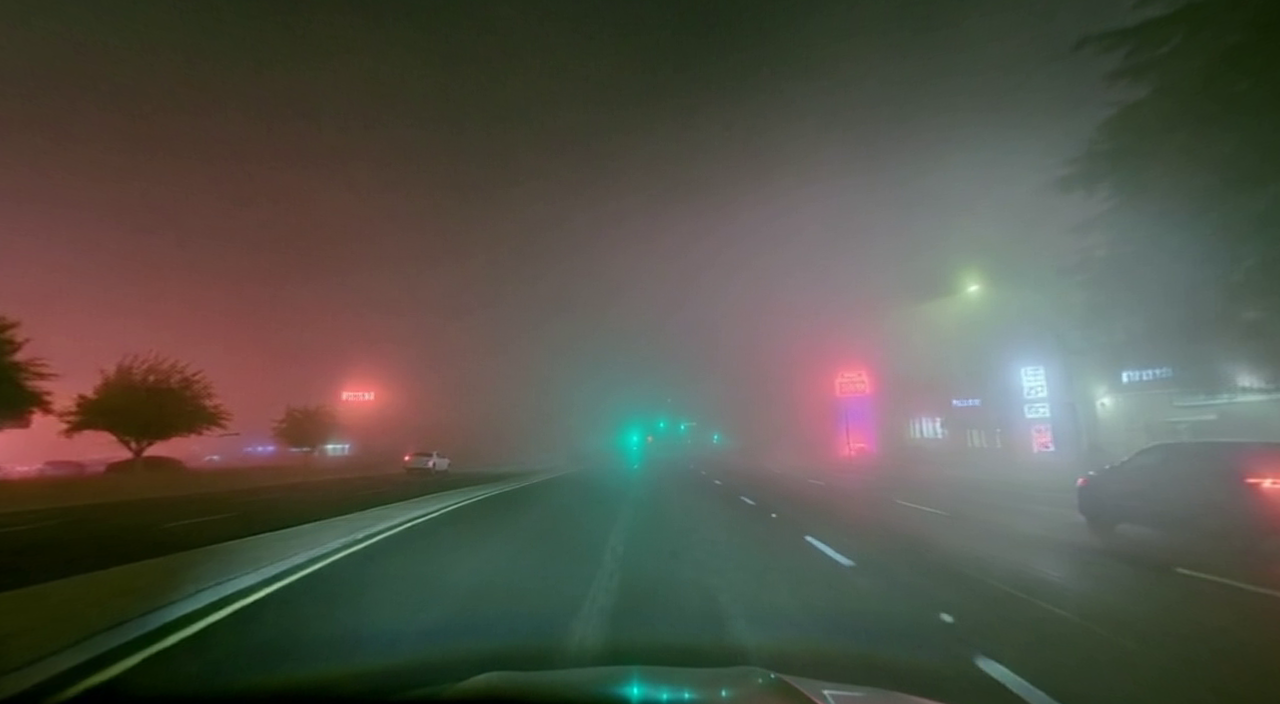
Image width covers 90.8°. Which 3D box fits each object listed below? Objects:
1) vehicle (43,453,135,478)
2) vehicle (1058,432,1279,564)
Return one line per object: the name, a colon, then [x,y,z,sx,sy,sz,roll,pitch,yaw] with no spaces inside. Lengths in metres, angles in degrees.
vehicle: [-38.694,7.962,44.439,4.594,1.564,1.900,-1,-8,-2]
vehicle: [8.135,1.867,8.695,1.936,1.460,4.258,0,-8,2]
